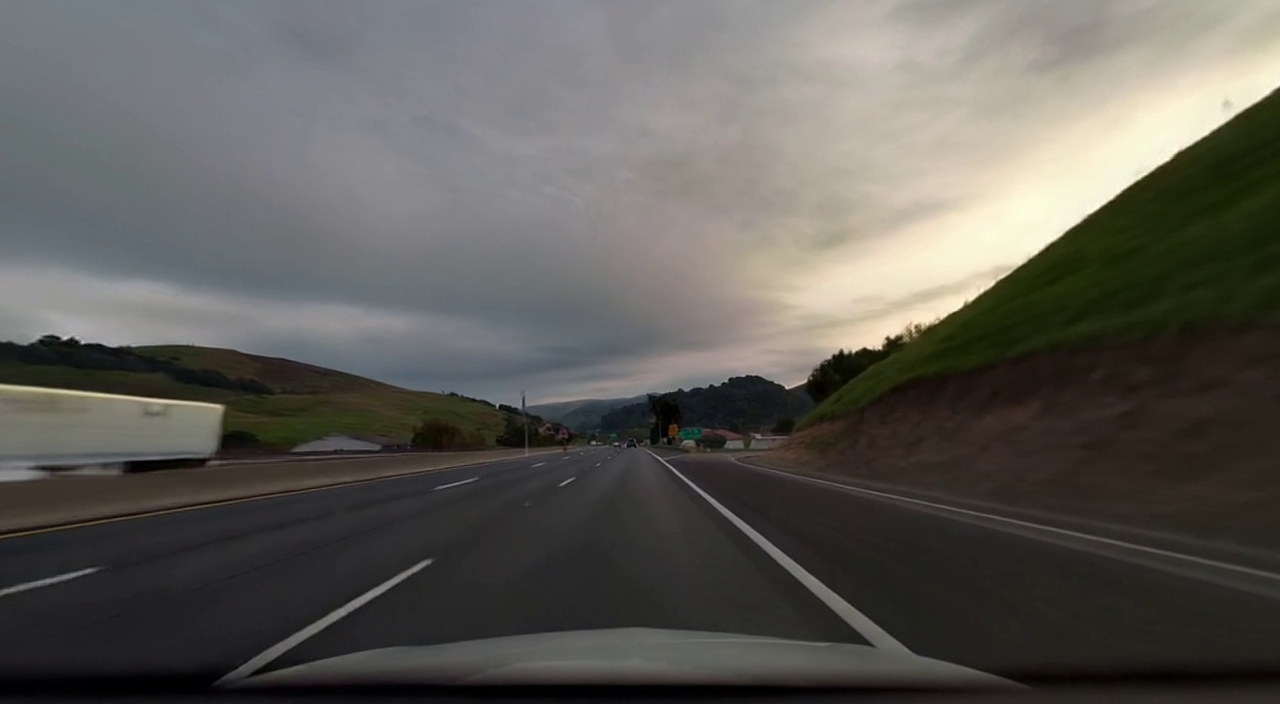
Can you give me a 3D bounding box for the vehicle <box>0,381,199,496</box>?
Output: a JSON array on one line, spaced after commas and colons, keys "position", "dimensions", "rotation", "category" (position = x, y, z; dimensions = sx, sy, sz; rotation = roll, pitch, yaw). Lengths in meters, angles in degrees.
[{"position": [-24.265, 3.425, 24.787], "dimensions": [2.910, 4.051, 15.366], "rotation": [0, -8, -1], "category": "vehicle"}]
